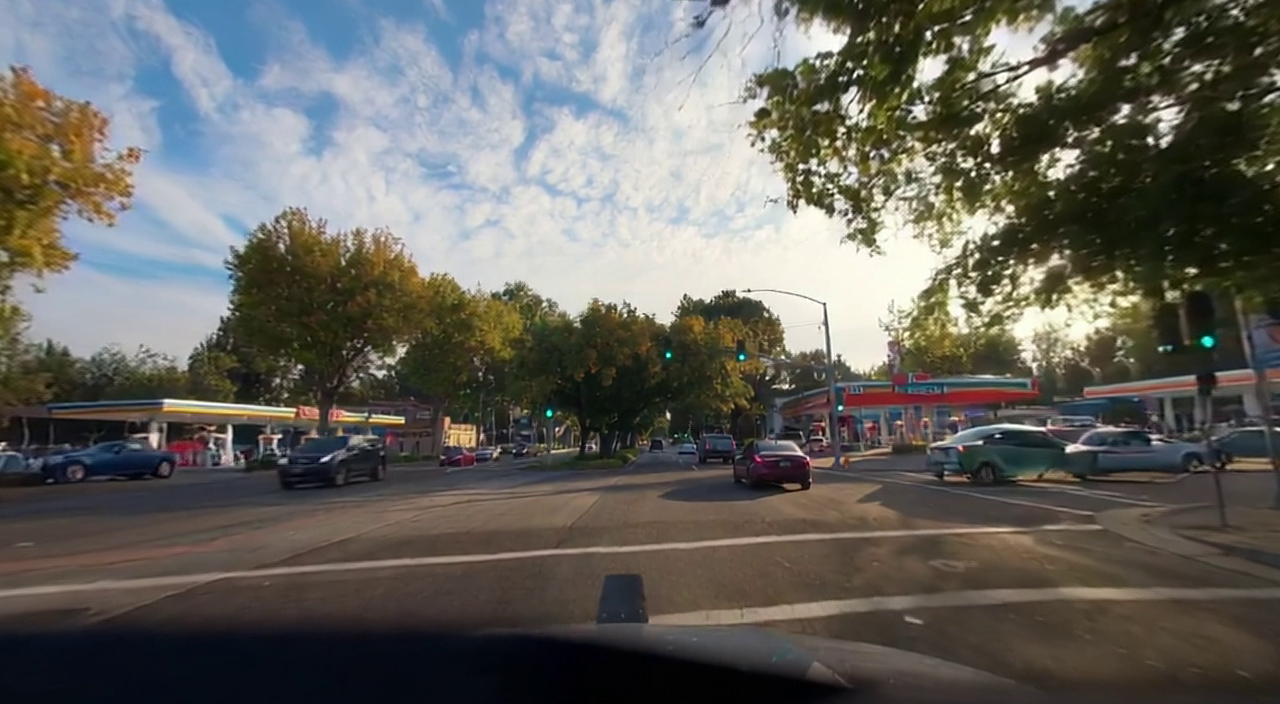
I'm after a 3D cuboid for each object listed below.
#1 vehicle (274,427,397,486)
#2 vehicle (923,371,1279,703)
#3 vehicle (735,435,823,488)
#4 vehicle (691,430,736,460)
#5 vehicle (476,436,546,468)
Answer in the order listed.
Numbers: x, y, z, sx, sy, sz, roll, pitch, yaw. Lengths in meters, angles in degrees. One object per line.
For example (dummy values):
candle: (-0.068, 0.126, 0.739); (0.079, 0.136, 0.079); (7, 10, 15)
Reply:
vehicle: (-10.841, 3.730, 22.913); (2.416, 1.903, 4.339); (0, -8, -3)
vehicle: (3.823, 1.085, 3.961); (1.875, 1.665, 4.931); (0, -8, 1)
vehicle: (4.201, 3.359, 19.755); (1.871, 1.442, 4.122); (0, -8, 1)
vehicle: (5.109, 6.524, 44.536); (2.611, 1.983, 5.165); (0, -8, 1)
vehicle: (-7.365, 5.742, 36.572); (2.842, 1.476, 4.980); (-3, -6, 2)
